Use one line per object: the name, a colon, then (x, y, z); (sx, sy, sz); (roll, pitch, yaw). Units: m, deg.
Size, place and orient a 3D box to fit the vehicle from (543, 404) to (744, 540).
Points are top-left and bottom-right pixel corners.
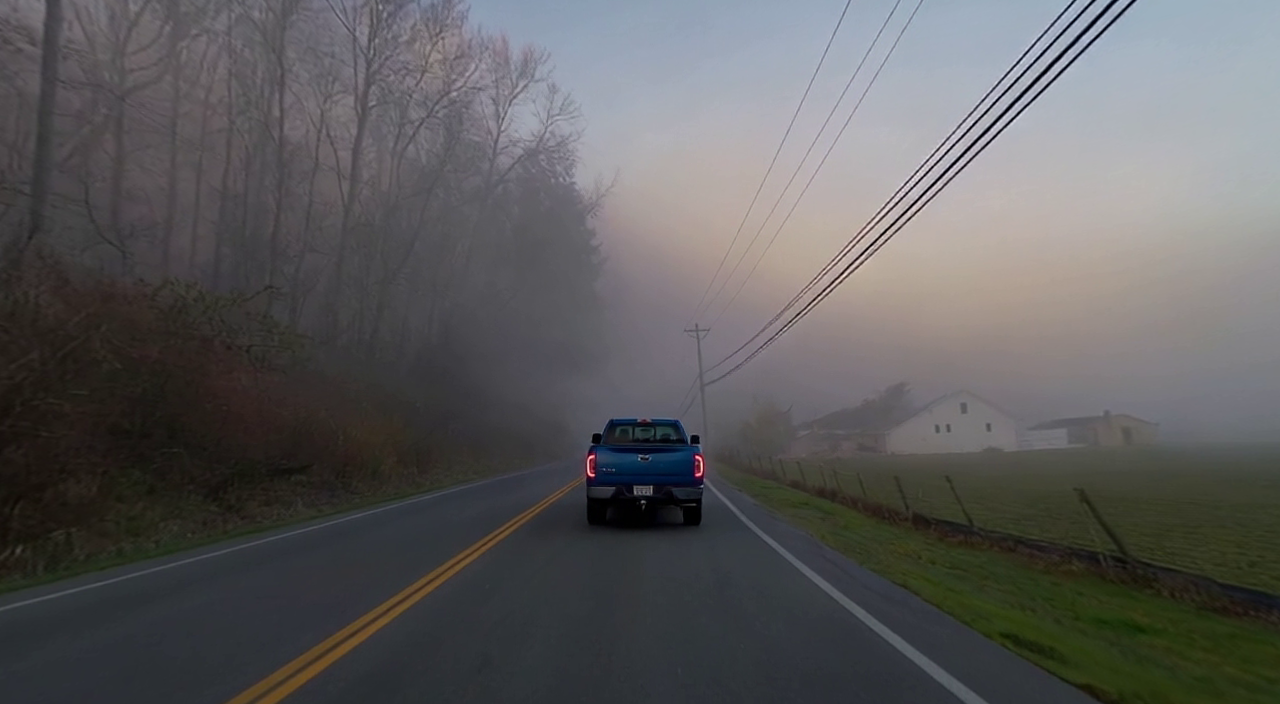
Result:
vehicle: (-0.033, 2.102, 11.773); (2.774, 1.861, 5.885); (0, -8, -2)
